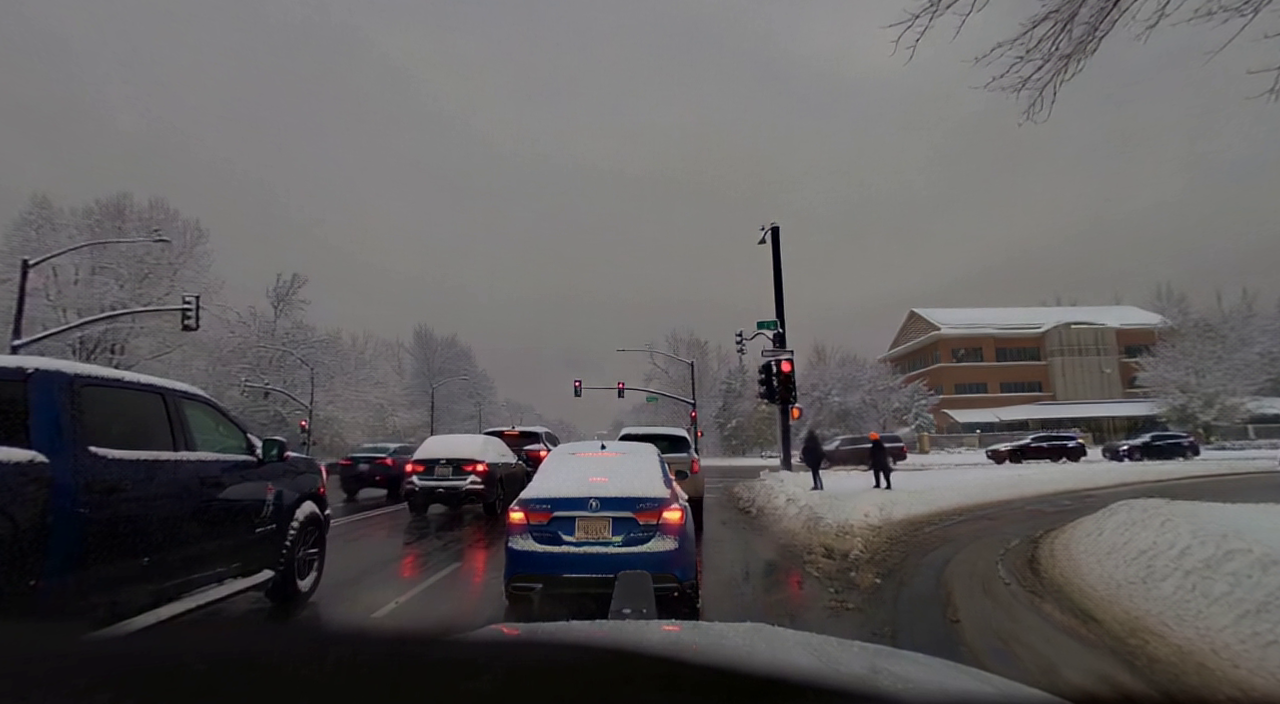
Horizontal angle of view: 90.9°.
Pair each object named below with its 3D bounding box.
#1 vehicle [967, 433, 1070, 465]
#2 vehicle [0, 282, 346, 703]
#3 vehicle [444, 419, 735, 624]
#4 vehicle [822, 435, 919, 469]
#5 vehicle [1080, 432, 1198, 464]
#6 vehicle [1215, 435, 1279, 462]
[{"bbox_3d":[21.950,5.654,36.703,4.529,1.786,2.110,0,-9,2],"label":"vehicle"},{"bbox_3d":[-3.688,0.750,2.836,2.202,1.961,4.980,0,-9,1],"label":"vehicle"},{"bbox_3d":[-0.370,1.591,6.950,2.144,1.497,4.446,0,-9,0],"label":"vehicle"},{"bbox_3d":[12.202,5.341,33.619,4.394,1.724,1.886,0,-9,1],"label":"vehicle"},{"bbox_3d":[28.958,5.575,36.707,4.967,1.794,2.044,0,-9,2],"label":"vehicle"},{"bbox_3d":[36.263,5.518,36.134,4.643,1.464,1.840,0,-9,2],"label":"vehicle"}]
